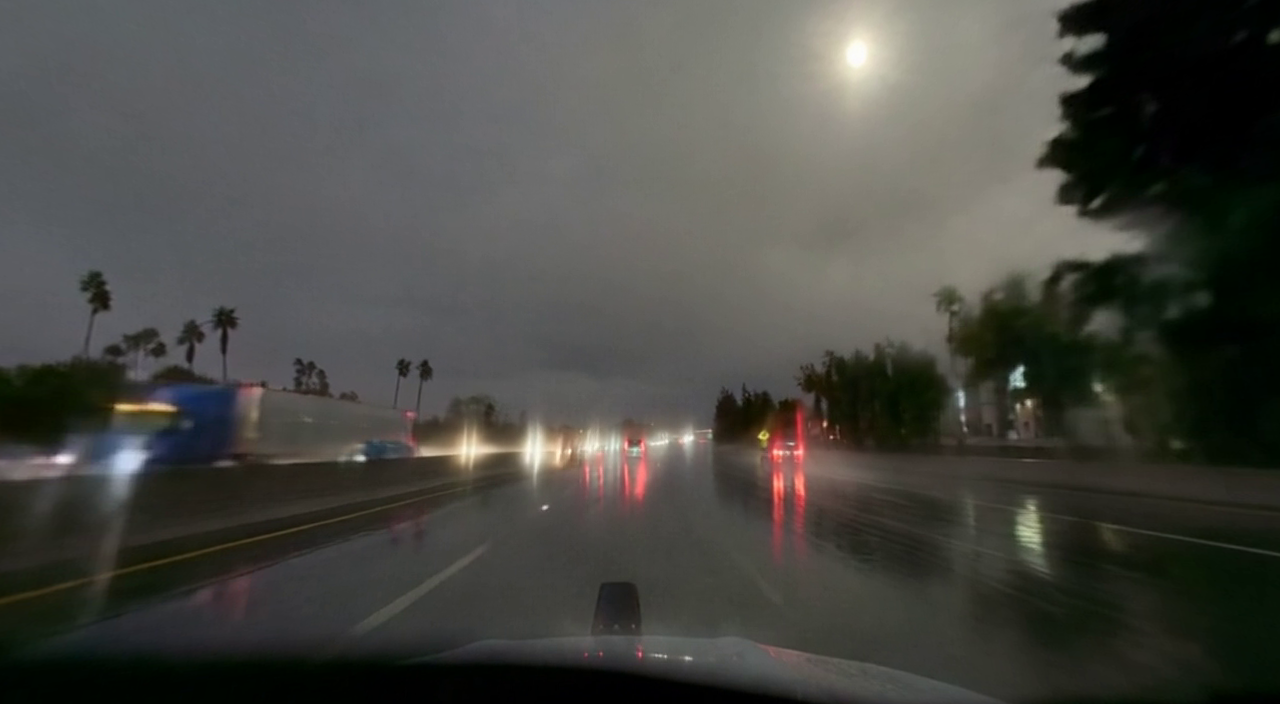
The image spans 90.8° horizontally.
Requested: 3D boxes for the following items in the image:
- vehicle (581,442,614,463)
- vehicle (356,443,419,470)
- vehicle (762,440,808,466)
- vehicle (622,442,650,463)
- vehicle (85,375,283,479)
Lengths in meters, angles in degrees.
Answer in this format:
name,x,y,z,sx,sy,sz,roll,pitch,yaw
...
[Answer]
name,x,y,z,sx,sy,sz,roll,pitch,yaw
vehicle,-3.230,7.769,48.972,2.154,1.530,4.519,0,-8,1
vehicle,-15.195,6.269,38.266,1.971,1.513,4.347,0,-8,1
vehicle,10.085,7.023,44.250,2.130,1.703,4.572,0,-8,0
vehicle,-0.280,7.592,47.945,1.977,1.513,3.546,0,-8,0
vehicle,-19.428,3.358,27.656,3.488,3.967,6.591,0,-8,1
